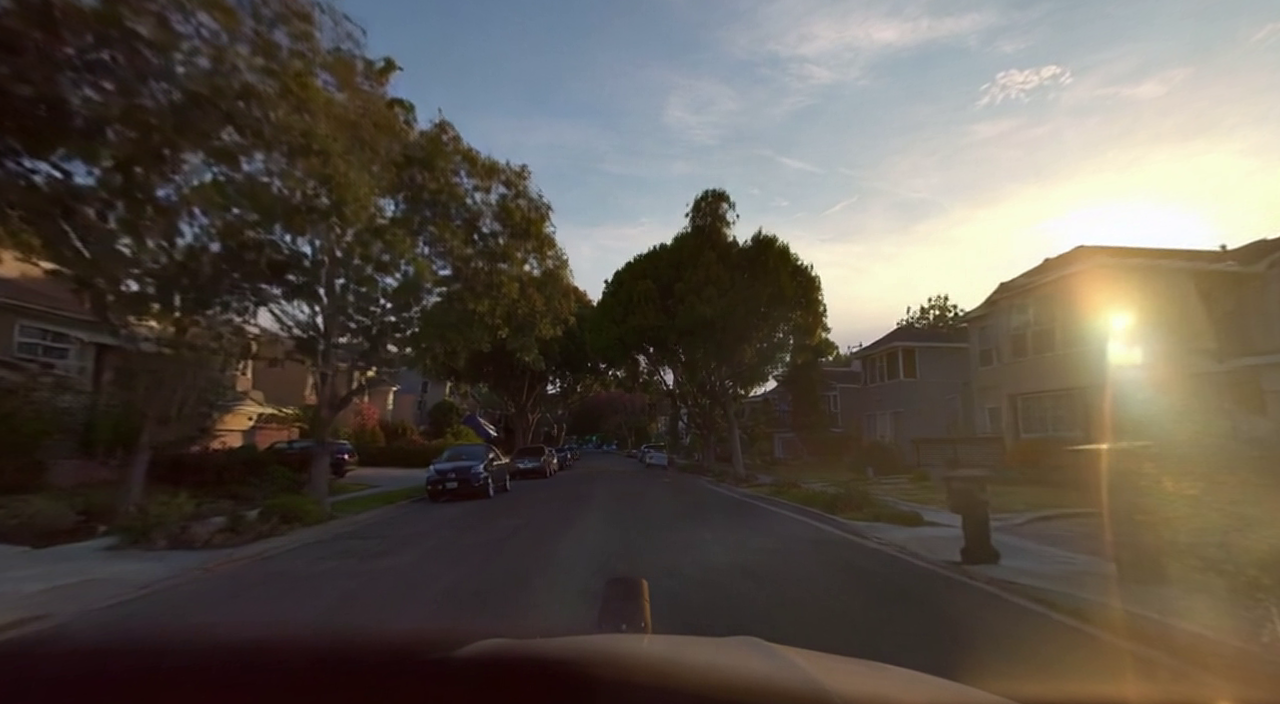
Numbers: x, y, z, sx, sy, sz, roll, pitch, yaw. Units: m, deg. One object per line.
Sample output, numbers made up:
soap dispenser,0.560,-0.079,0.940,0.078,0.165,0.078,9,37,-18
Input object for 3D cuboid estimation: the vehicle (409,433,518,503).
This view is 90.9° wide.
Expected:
vehicle,-4.717,3.199,17.615,1.974,1.664,4.539,0,-10,-4

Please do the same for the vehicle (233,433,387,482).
vehicle,-11.820,3.796,22.824,4.414,1.658,1.988,0,-9,-3

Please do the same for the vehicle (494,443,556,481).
vehicle,-5.046,4.908,28.388,2.086,1.493,4.582,-1,-9,-2

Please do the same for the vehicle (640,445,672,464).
vehicle,1.207,8.087,49.850,2.000,1.456,5.251,1,-9,-5
